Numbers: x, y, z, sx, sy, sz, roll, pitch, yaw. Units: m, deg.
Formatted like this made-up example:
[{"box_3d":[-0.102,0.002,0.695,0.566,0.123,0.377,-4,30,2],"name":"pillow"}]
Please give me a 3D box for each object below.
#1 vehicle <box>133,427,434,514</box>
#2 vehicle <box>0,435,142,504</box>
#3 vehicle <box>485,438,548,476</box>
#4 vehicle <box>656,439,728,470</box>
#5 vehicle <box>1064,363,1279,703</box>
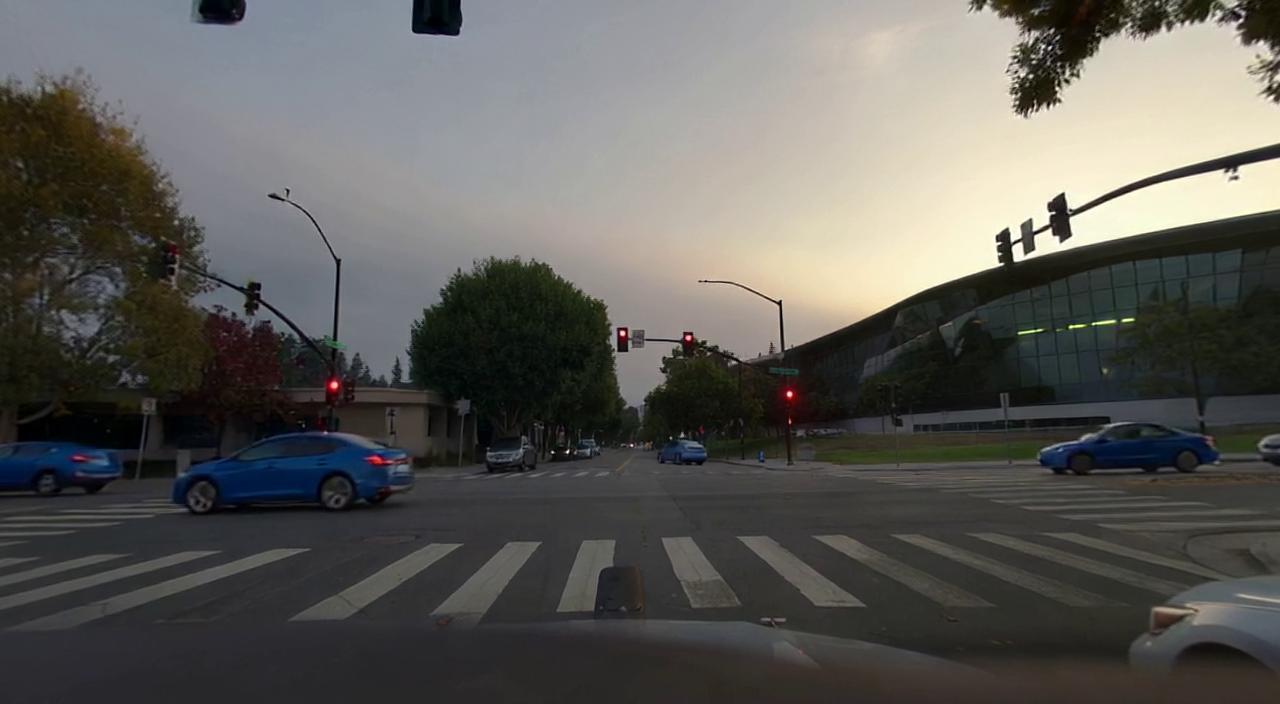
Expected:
[{"box_3d":[-7.561,2.550,13.769,5.369,1.704,1.993,0,-8,1],"name":"vehicle"},{"box_3d":[-17.013,3.230,17.481,4.565,1.769,1.940,0,-8,-1],"name":"vehicle"},{"box_3d":[-5.959,5.087,30.800,2.115,1.690,4.322,0,-8,1],"name":"vehicle"},{"box_3d":[2.545,5.193,32.109,2.031,1.442,4.446,3,-9,-19],"name":"vehicle"},{"box_3d":[2.875,0.673,0.838,1.947,1.576,3.825,0,-8,1],"name":"vehicle"}]
